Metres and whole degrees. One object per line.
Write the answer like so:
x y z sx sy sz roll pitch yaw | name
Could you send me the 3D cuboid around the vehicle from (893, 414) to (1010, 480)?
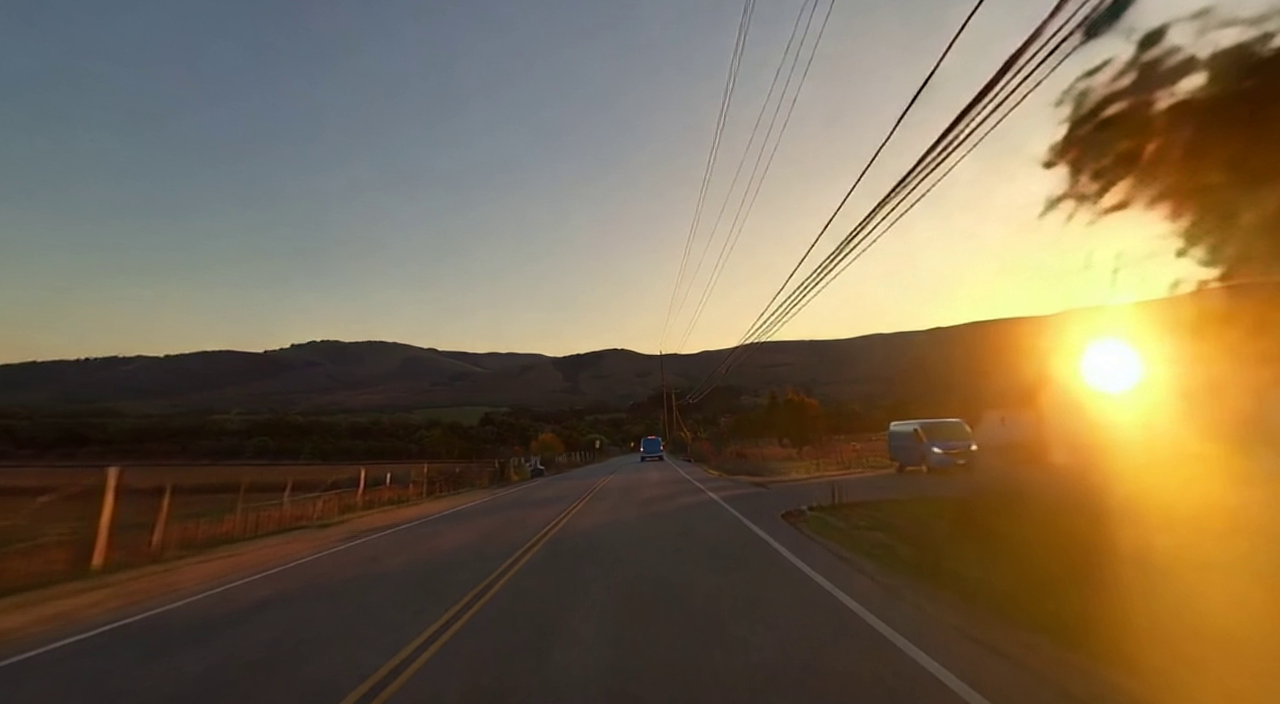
10.765 3.312 22.143 2.077 1.919 4.690 -5 -8 7 | vehicle
